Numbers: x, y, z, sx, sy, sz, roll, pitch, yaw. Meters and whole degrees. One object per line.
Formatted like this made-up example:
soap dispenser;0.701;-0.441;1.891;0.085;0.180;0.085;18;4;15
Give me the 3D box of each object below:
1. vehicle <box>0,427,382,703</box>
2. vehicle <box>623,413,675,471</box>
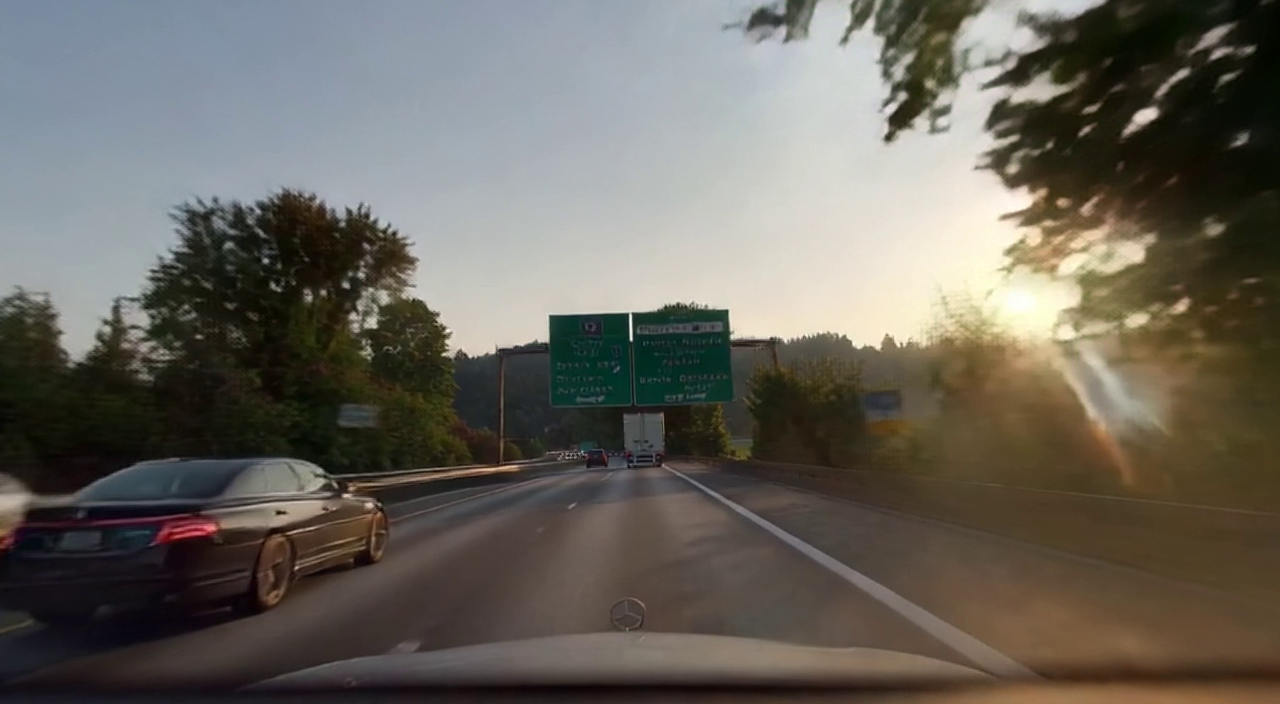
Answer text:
vehicle;-4.070;1.455;5.338;1.968;1.460;4.227;0;-9;0
vehicle;0.416;7.267;49.813;3.341;3.725;18.015;0;-9;-1
